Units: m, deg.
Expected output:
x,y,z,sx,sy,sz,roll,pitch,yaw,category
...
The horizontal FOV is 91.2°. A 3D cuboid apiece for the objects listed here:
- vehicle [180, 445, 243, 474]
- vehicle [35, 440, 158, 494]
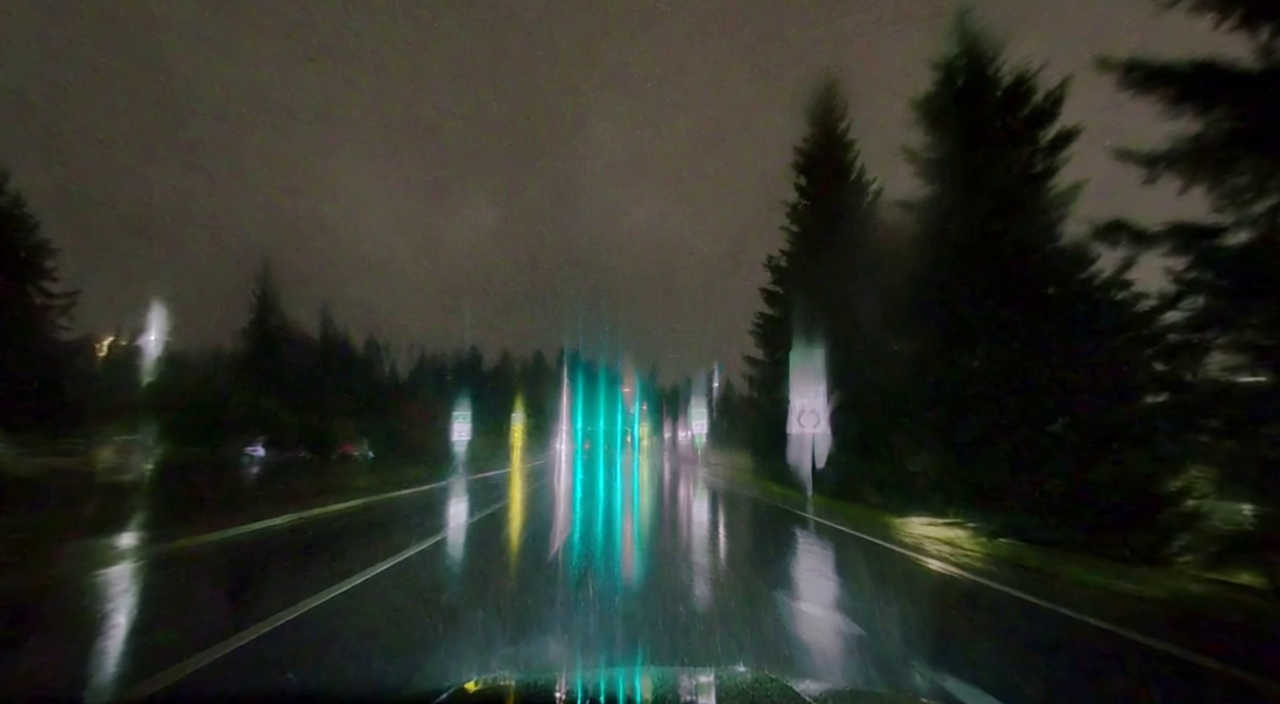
x,y,z,sx,sy,sz,roll,pitch,yaw,category
-23.576,5.885,34.429,3.857,1.479,1.711,-7,-11,38,vehicle
-16.227,3.381,18.679,3.673,1.454,1.687,-6,-10,32,vehicle
